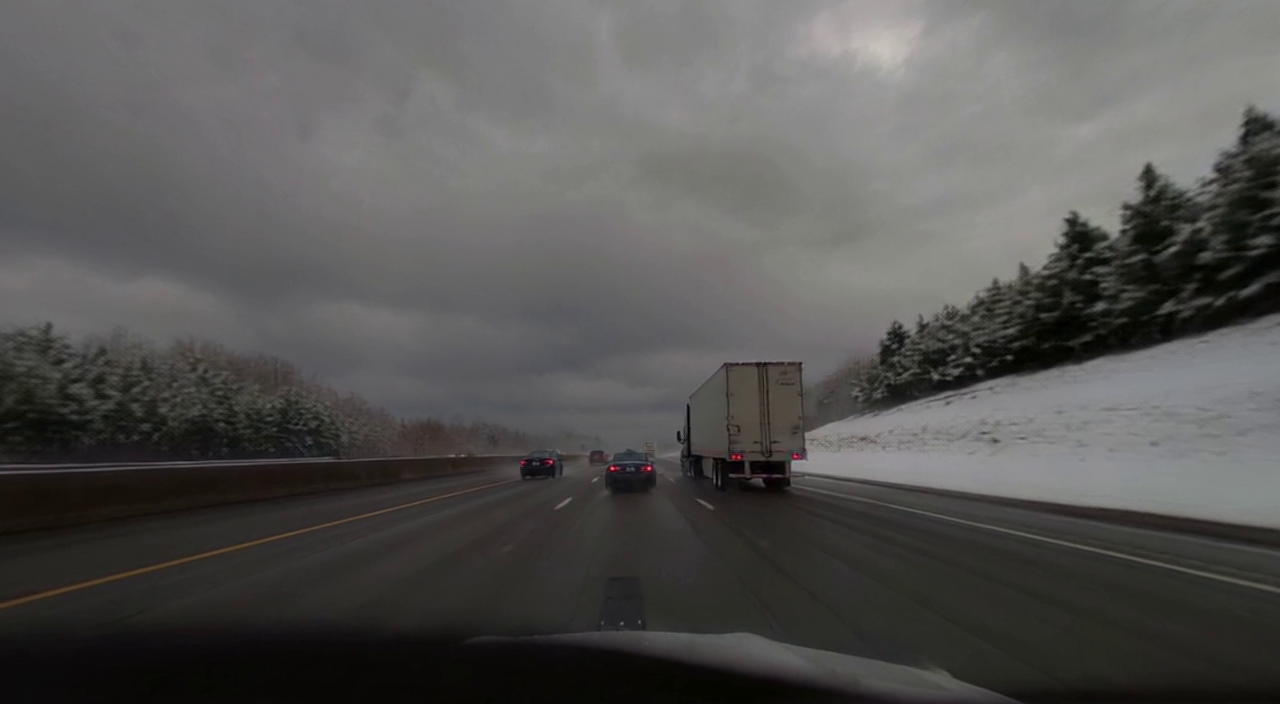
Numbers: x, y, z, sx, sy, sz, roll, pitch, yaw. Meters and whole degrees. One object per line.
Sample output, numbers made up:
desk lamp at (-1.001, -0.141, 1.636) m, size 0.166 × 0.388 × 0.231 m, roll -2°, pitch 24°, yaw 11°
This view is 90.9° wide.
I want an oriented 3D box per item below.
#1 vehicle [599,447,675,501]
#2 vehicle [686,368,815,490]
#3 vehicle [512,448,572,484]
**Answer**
vehicle at (-0.098, 3.590, 18.917) m, size 2.023 × 1.400 × 4.028 m, roll 0°, pitch -9°, yaw -1°
vehicle at (4.248, 3.683, 28.445) m, size 2.905 × 4.109 × 14.332 m, roll 0°, pitch -9°, yaw -1°
vehicle at (-4.310, 5.105, 28.529) m, size 2.017 × 1.460 × 4.382 m, roll 0°, pitch -9°, yaw 0°
